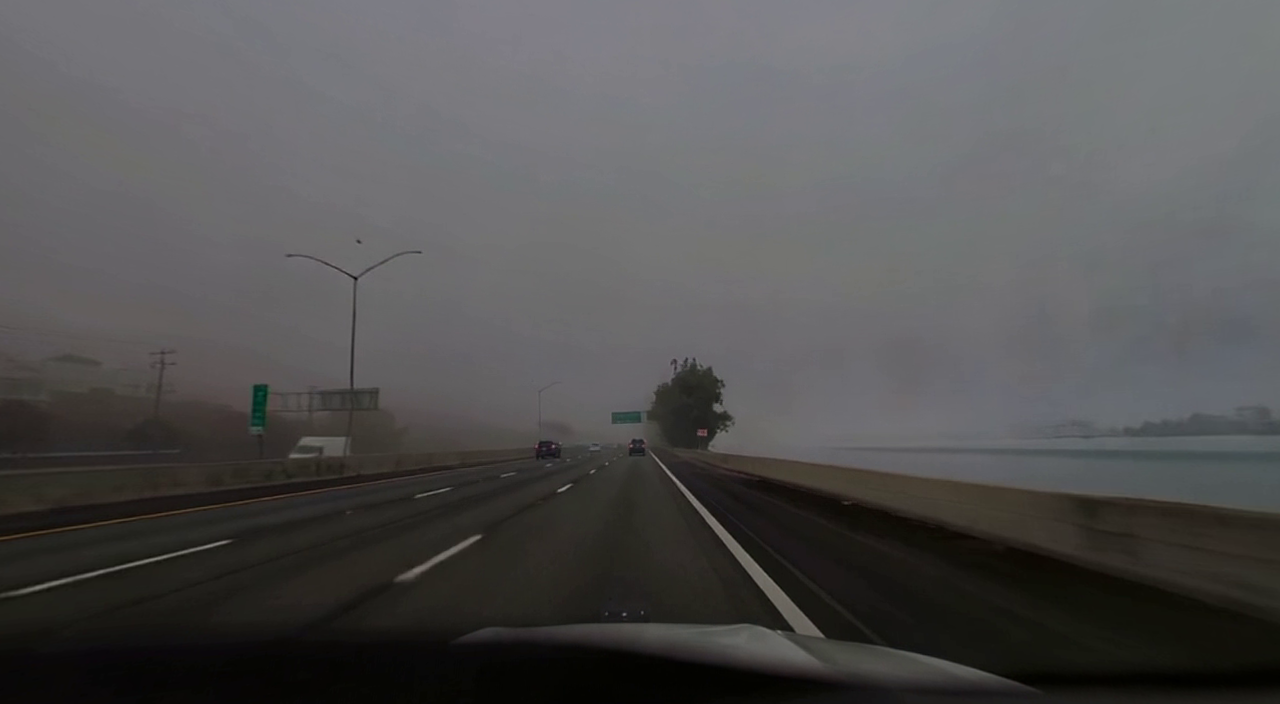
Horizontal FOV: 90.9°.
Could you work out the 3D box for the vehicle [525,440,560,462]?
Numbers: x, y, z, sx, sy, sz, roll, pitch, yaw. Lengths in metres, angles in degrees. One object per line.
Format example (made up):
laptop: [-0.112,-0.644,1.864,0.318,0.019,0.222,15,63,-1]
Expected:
vehicle: [-7.367,7.528,47.975,1.946,1.590,4.042,0,-8,1]
